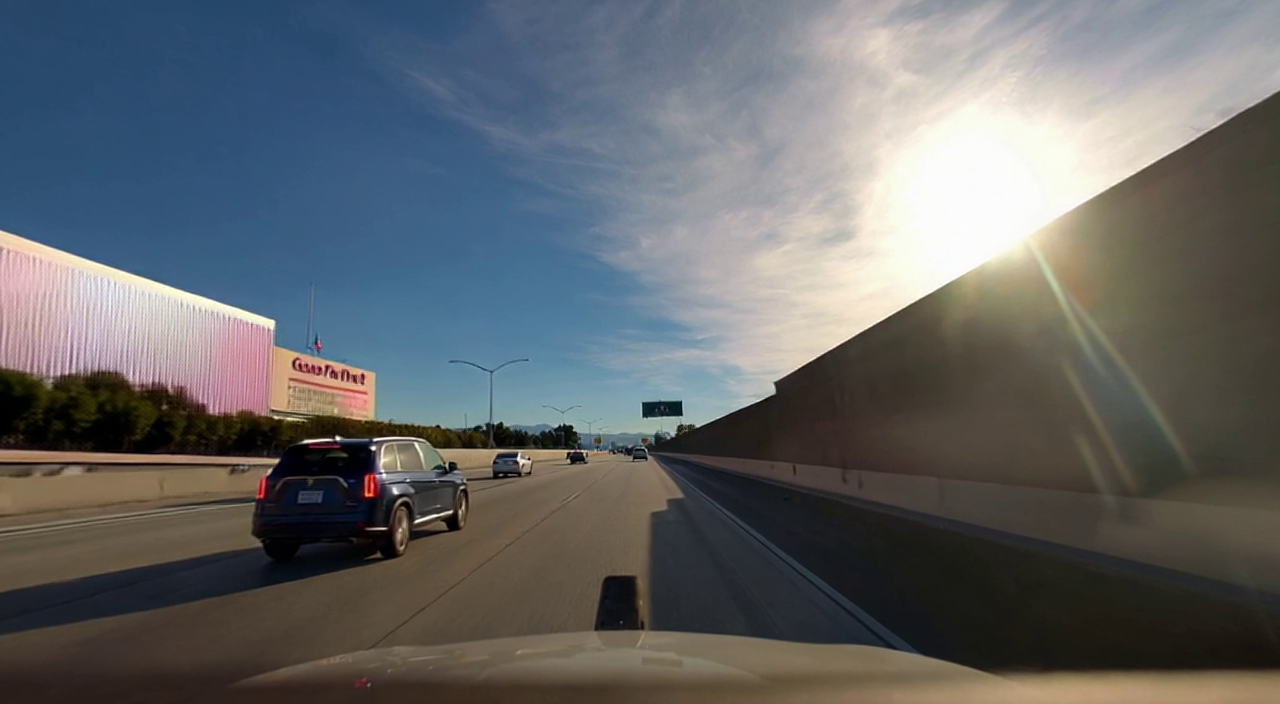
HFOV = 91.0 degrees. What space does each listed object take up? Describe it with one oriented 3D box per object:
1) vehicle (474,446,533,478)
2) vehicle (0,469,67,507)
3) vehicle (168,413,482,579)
[{"bbox_3d":[-7.175,5.821,33.592,1.998,1.542,4.953,0,-9,1],"label":"vehicle"},{"bbox_3d":[-28.126,6.005,27.823,1.835,1.476,3.924,0,-9,1],"label":"vehicle"},{"bbox_3d":[-3.894,1.854,8.947,2.059,1.725,4.521,0,-9,1],"label":"vehicle"}]
